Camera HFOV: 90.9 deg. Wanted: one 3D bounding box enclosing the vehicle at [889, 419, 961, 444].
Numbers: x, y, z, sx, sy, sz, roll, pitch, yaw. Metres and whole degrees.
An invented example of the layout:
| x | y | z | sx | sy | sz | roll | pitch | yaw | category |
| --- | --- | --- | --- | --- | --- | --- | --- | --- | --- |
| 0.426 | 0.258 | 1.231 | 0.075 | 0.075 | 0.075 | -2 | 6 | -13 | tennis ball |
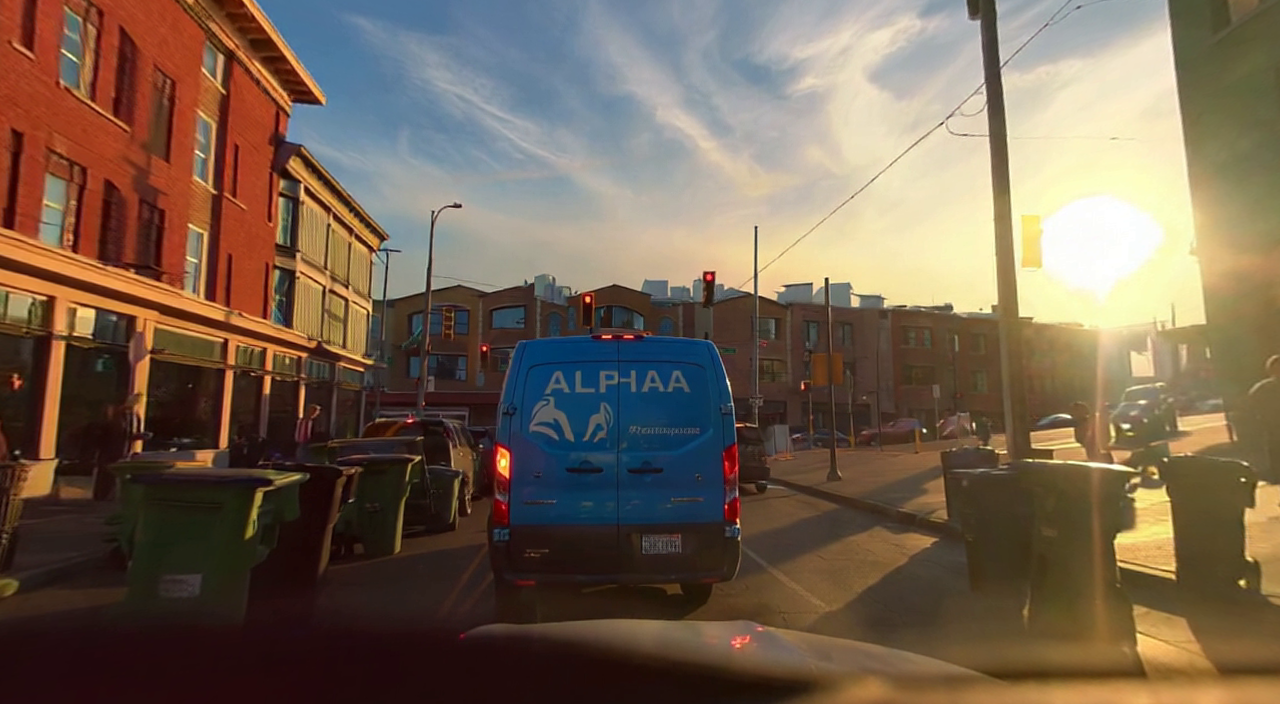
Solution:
| x | y | z | sx | sy | sz | roll | pitch | yaw | category |
| --- | --- | --- | --- | --- | --- | --- | --- | --- | --- |
| 16.102 | 4.504 | 35.660 | 3.381 | 1.391 | 1.529 | 1 | -8 | -11 | vehicle |

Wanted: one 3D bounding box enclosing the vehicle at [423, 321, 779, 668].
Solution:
| x | y | z | sx | sy | sz | roll | pitch | yaw | category |
| --- | --- | --- | --- | --- | --- | --- | --- | --- | --- |
| -0.326 | 1.059 | 5.701 | 1.951 | 1.907 | 4.266 | 0 | -8 | -3 | vehicle |

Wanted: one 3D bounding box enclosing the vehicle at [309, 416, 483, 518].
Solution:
| x | y | z | sx | sy | sz | roll | pitch | yaw | category |
| --- | --- | --- | --- | --- | --- | --- | --- | --- | --- |
| -3.956 | 1.893 | 10.870 | 1.841 | 1.461 | 3.426 | 1 | -8 | -5 | vehicle |

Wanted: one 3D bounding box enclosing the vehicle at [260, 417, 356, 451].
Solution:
| x | y | z | sx | sy | sz | roll | pitch | yaw | category |
| --- | --- | --- | --- | --- | --- | --- | --- | --- | --- |
| -15.850 | 3.937 | 30.267 | 3.713 | 1.571 | 1.751 | 2 | -8 | -16 | vehicle |
